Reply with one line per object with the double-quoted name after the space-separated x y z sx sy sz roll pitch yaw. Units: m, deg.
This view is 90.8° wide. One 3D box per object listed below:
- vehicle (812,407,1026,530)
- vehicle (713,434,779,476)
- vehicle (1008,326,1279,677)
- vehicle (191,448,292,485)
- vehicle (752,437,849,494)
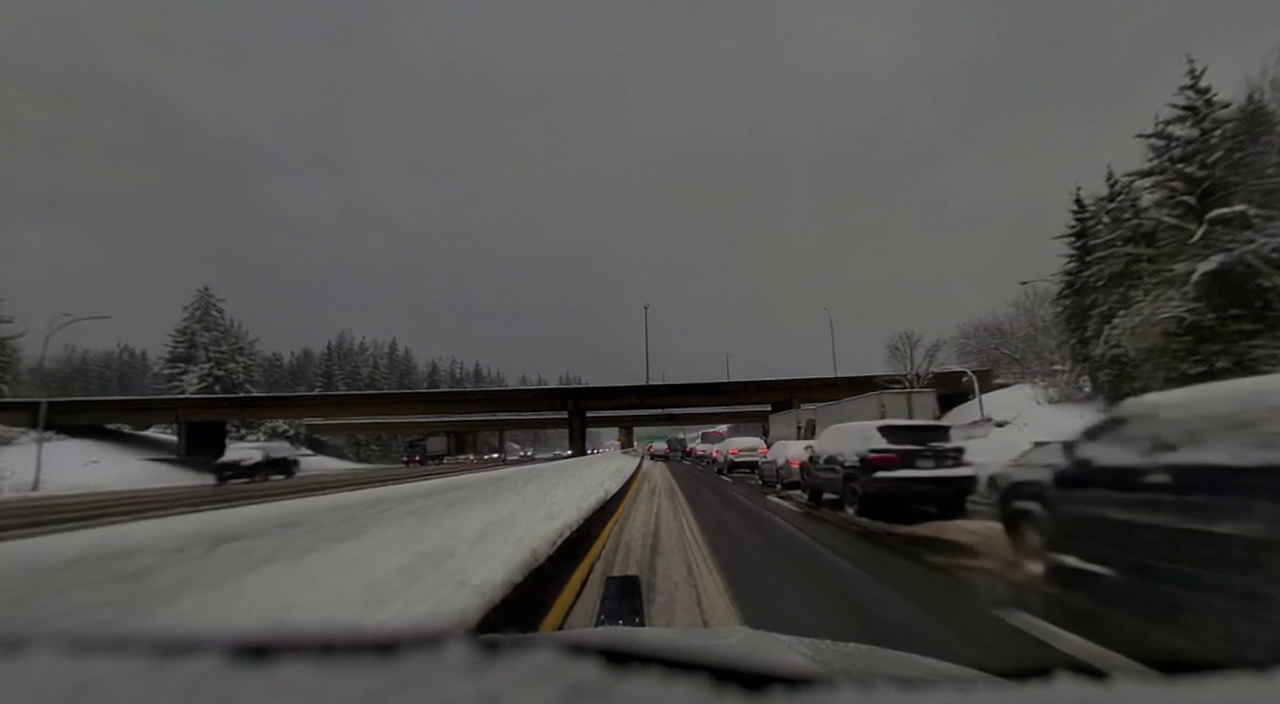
5.047 2.189 12.401 1.991 1.921 4.879 0 -8 1 "vehicle"
4.924 4.874 30.147 2.201 1.804 4.801 0 -8 -1 "vehicle"
4.714 0.859 3.658 2.191 1.963 5.001 0 -8 1 "vehicle"
-19.695 5.624 31.497 1.953 1.680 4.506 0 -8 2 "vehicle"
4.737 3.390 19.246 1.950 1.529 3.884 0 -8 1 "vehicle"
